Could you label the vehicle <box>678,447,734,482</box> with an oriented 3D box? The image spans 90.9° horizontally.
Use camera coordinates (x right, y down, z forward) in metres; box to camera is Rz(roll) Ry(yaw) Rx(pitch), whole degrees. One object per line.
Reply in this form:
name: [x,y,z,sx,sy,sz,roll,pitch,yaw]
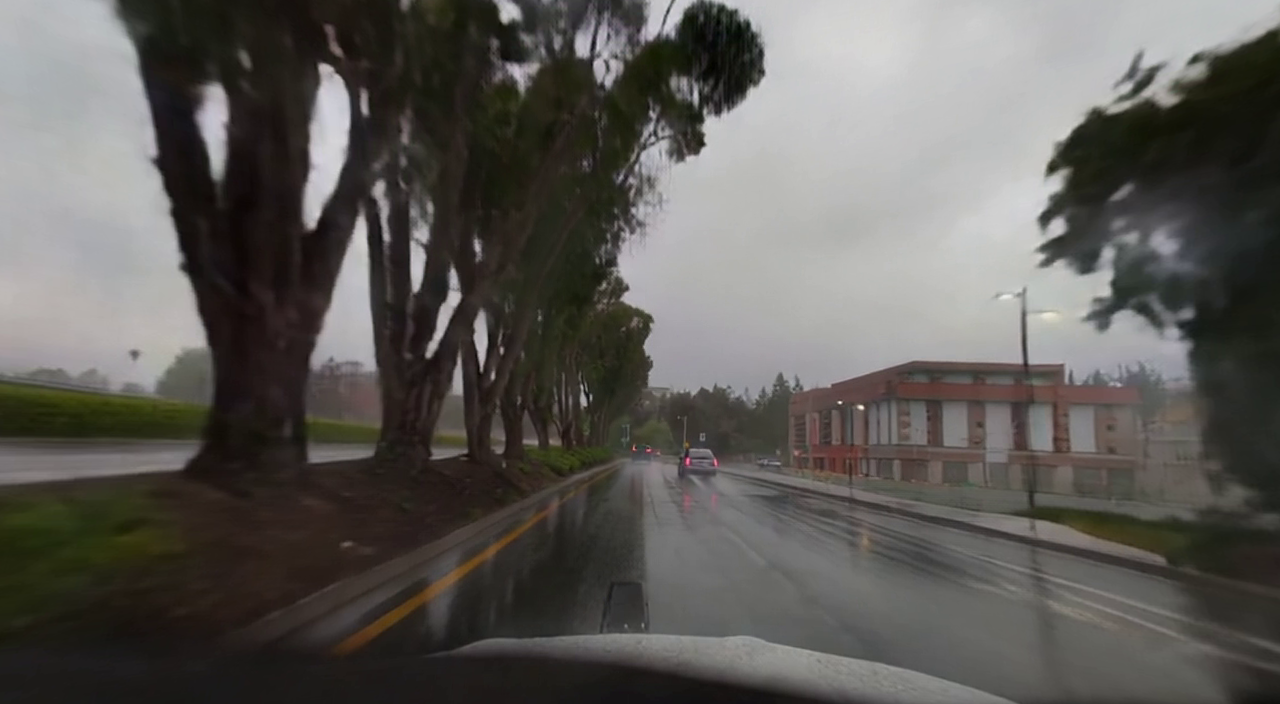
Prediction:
vehicle: [2.972,5.182,29.404,1.956,1.473,4.640,0,-9,-2]
